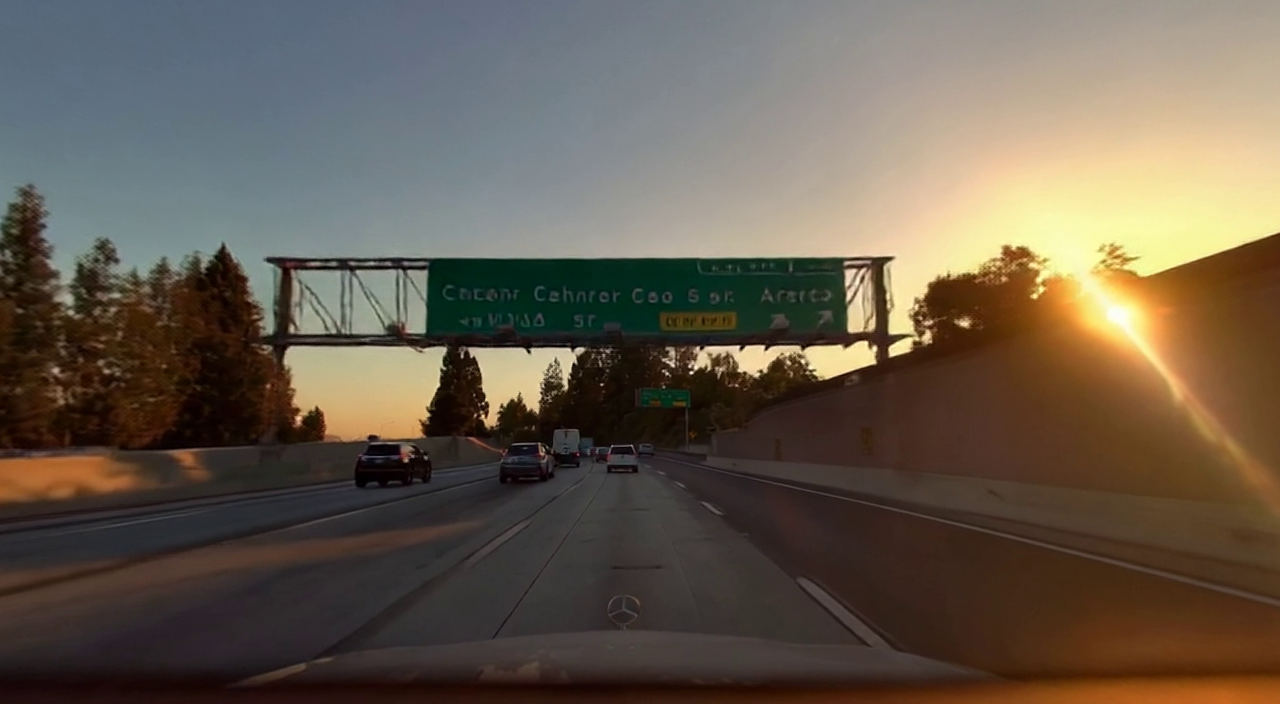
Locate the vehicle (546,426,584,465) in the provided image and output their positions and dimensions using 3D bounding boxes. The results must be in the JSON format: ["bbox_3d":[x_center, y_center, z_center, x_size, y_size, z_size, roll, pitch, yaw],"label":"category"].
[{"bbox_3d":[-5.408,6.863,46.253,2.279,2.672,5.256,0,-8,-2],"label":"vehicle"}]

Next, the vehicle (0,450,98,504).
[{"bbox_3d":[-19.557,3.789,19.316,1.903,1.506,4.545,0,-8,-1],"label":"vehicle"}]

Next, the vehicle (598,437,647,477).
[{"bbox_3d":[-0.828,4.803,29.065,2.092,1.671,3.772,0,-8,-2],"label":"vehicle"}]

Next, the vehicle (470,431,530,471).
[{"bbox_3d":[-9.114,6.517,41.659,2.773,2.402,6.232,0,-8,-2],"label":"vehicle"}]

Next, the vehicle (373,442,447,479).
[{"bbox_3d":[-11.938,5.637,33.186,2.079,1.807,5.187,0,-8,-2],"label":"vehicle"}]

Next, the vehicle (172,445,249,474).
[{"bbox_3d":[-28.706,7.150,42.366,2.066,1.821,4.738,0,-8,-4],"label":"vehicle"}]

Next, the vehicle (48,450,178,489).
[{"bbox_3d":[-23.711,5.252,28.662,1.938,1.565,4.708,0,-8,-1],"label":"vehicle"}]

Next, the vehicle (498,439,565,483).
[{"bbox_3d":[-4.259,4.352,25.521,2.005,1.631,4.295,0,-8,-1],"label":"vehicle"}]

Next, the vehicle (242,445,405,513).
[{"bbox_3d":[-7.854,3.148,16.239,1.896,1.465,4.399,0,-8,0],"label":"vehicle"}]
